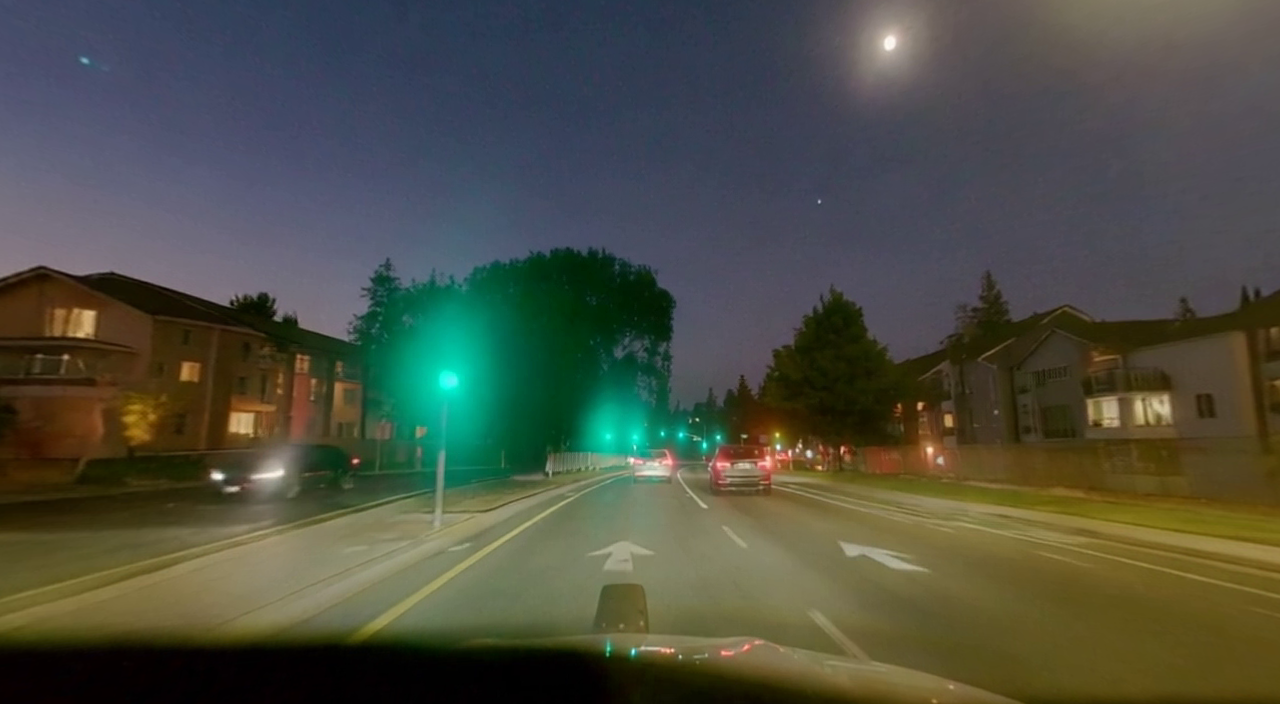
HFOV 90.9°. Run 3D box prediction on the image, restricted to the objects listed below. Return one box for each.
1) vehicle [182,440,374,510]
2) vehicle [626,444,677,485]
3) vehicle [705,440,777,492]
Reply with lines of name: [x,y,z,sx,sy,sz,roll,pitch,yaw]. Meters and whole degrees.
vehicle: [-8.964,3.059,16.234,1.991,1.503,4.688,-1,-9,3]
vehicle: [0.631,5.426,30.639,2.185,1.822,4.391,-1,-9,5]
vehicle: [3.769,4.343,24.393,2.166,1.799,4.372,-1,-9,1]
